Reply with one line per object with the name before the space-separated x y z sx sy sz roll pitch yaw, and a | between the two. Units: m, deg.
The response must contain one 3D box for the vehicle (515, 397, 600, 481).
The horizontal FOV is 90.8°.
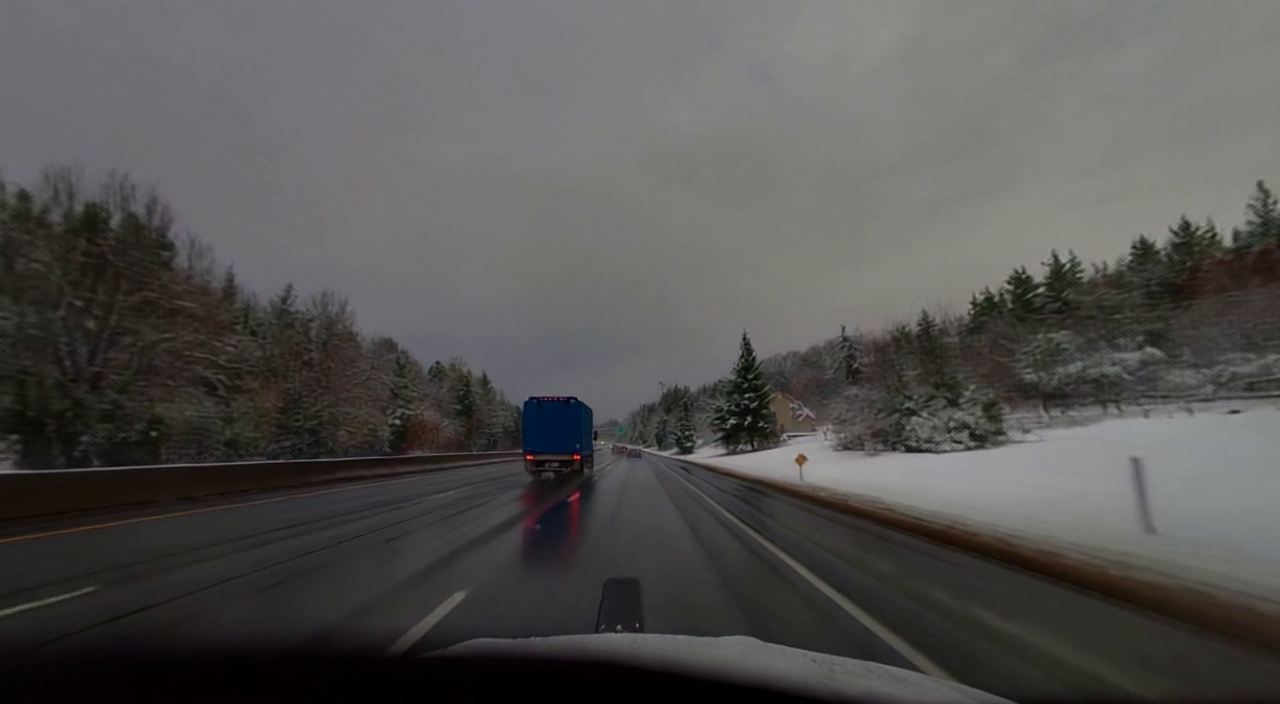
vehicle | -3.553 4.082 29.410 2.874 3.309 8.208 0 -8 0
